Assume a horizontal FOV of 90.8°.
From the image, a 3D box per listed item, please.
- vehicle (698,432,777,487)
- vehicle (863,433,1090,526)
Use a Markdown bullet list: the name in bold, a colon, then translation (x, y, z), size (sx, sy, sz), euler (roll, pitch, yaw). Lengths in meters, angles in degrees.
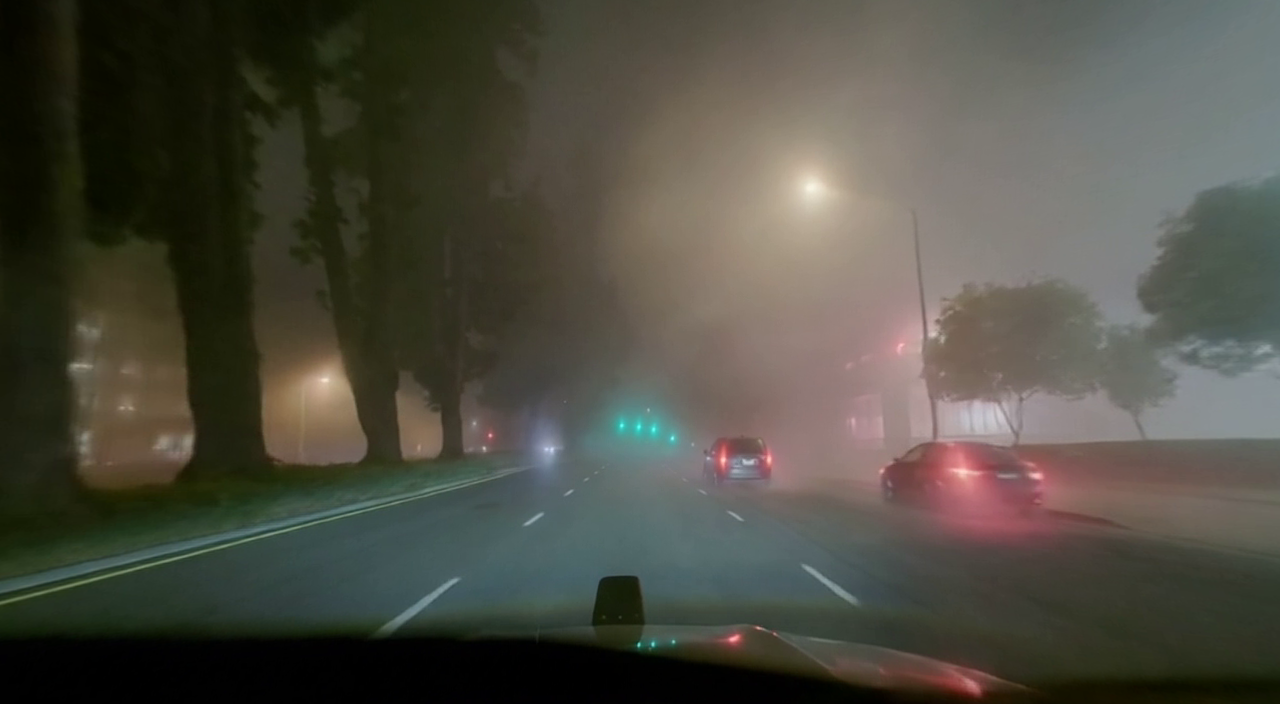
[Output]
- **vehicle**: translation (3.371, 3.819, 22.781), size (2.083, 1.743, 4.354), euler (0, -8, -1)
- **vehicle**: translation (6.720, 2.555, 13.449), size (1.918, 1.544, 4.871), euler (-1, -8, -3)
